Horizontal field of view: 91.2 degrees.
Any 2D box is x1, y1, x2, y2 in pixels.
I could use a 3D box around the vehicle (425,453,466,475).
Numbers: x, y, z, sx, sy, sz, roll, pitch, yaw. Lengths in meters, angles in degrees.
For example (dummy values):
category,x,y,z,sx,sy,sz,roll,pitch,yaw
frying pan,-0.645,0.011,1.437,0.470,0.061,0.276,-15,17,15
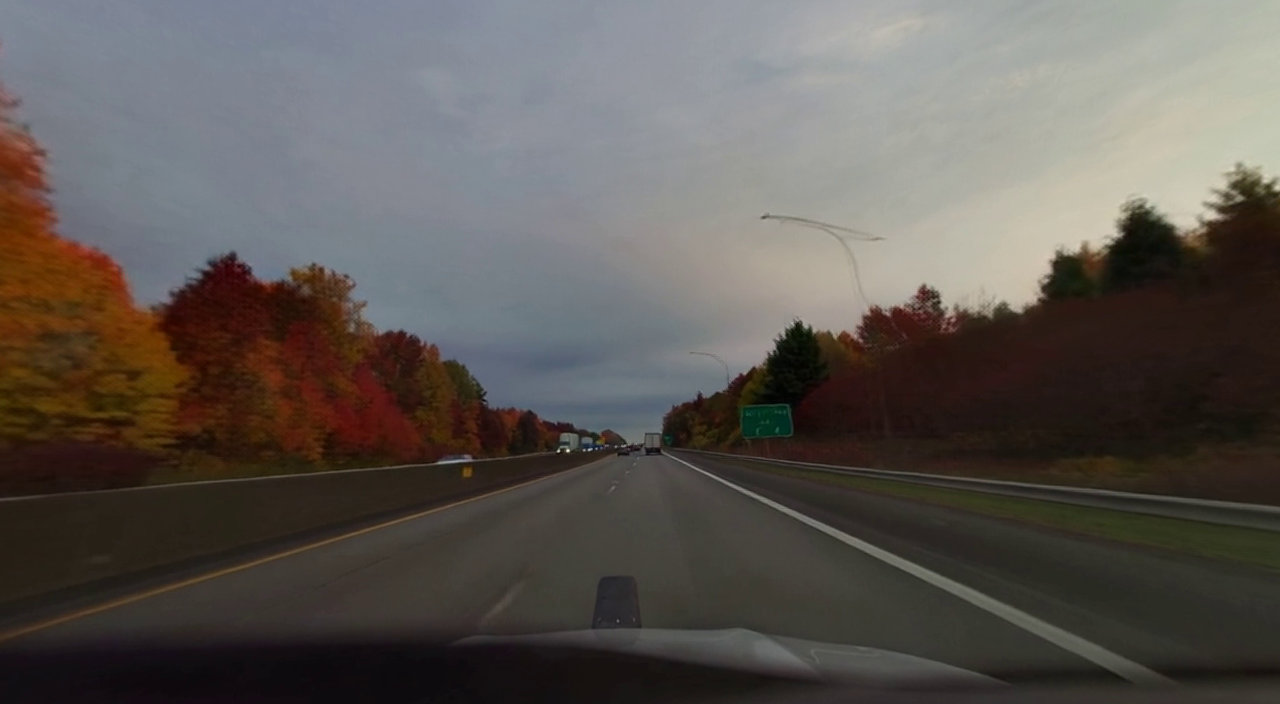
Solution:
category,x,y,z,sx,sy,sz,roll,pitch,yaw
vehicle,-14.769,8.507,47.793,1.808,1.507,3.965,-1,-9,1
